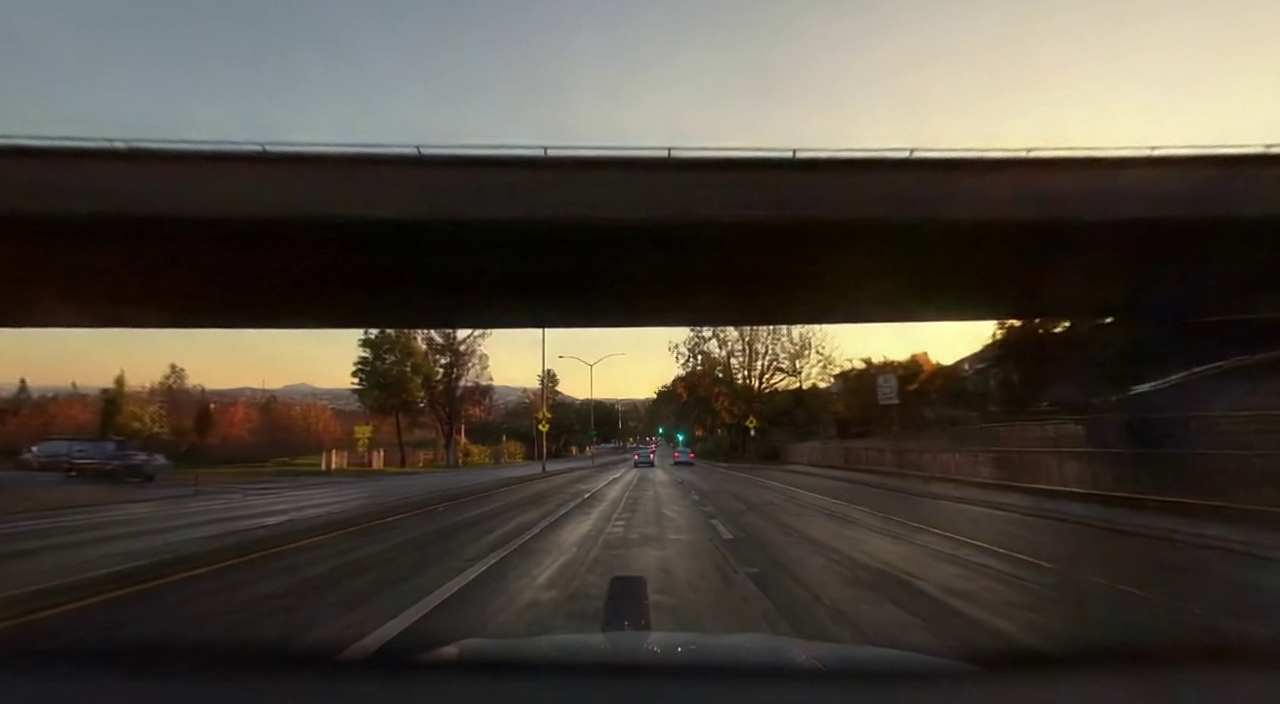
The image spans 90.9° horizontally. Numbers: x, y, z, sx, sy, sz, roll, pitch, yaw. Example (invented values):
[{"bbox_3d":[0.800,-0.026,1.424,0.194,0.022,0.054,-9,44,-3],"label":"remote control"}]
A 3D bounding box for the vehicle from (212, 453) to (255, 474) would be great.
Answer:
[{"bbox_3d":[-31.571,8.640,49.023,1.858,1.493,4.734,3,-9,-22],"label":"vehicle"}]

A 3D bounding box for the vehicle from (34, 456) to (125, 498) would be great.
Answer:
[{"bbox_3d":[-25.740,5.685,29.126,1.847,1.698,4.345,4,-9,-25],"label":"vehicle"}]
